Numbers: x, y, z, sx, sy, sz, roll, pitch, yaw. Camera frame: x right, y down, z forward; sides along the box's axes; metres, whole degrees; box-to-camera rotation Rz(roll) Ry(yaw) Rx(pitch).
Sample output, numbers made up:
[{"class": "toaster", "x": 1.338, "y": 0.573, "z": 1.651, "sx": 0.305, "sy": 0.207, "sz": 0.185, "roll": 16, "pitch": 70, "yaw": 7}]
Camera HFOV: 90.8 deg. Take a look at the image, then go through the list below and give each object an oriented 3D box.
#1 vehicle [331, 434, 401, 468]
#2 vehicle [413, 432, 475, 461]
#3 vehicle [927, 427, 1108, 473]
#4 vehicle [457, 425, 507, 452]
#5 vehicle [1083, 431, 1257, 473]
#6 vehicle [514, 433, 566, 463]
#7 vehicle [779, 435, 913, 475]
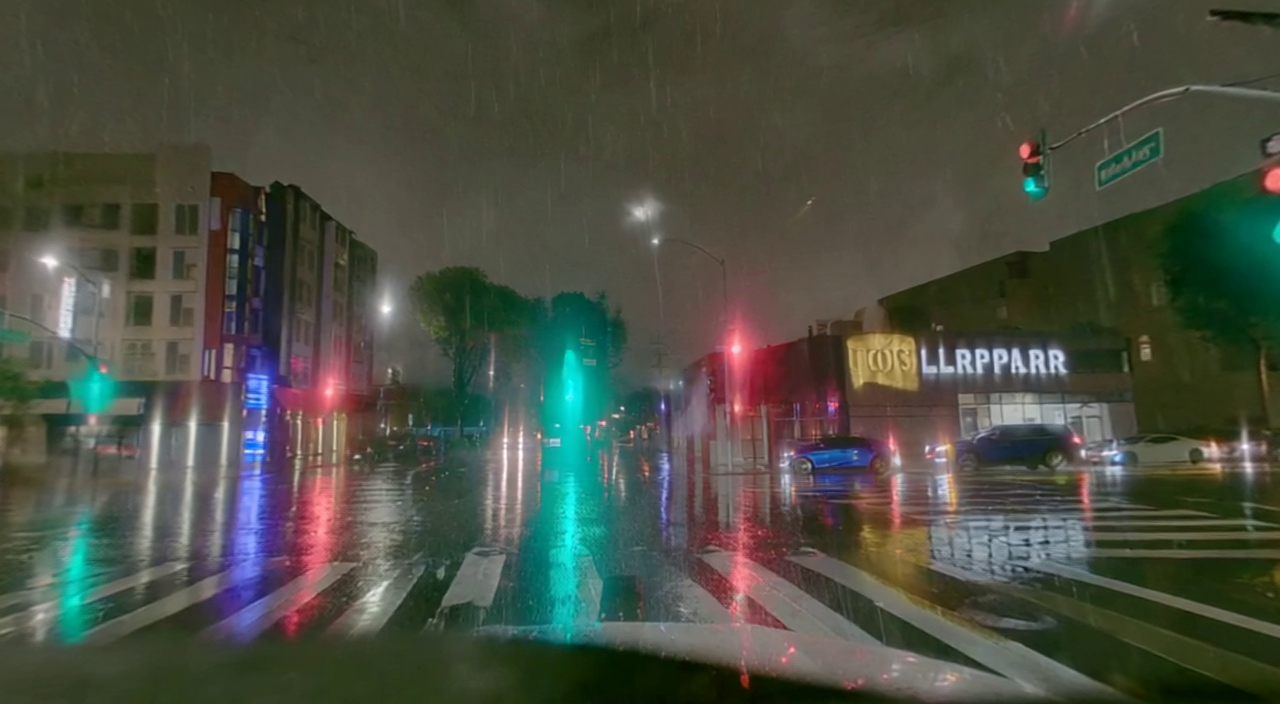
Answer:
[{"class": "vehicle", "x": -15.174, "y": 5.455, "z": 35.263, "sx": 1.933, "sy": 1.461, "sz": 4.393, "roll": -5, "pitch": -5, "yaw": 0}, {"class": "vehicle", "x": -10.607, "y": 5.151, "z": 34.543, "sx": 2.119, "sy": 1.485, "sz": 4.472, "roll": 0, "pitch": -8, "yaw": -2}, {"class": "vehicle", "x": 14.049, "y": 3.668, "z": 23.789, "sx": 5.420, "sy": 1.609, "sz": 2.063, "roll": 0, "pitch": -8, "yaw": 1}, {"class": "vehicle", "x": -10.868, "y": 6.051, "z": 43.853, "sx": 2.181, "sy": 1.723, "sz": 4.692, "roll": 0, "pitch": -8, "yaw": 1}, {"class": "vehicle", "x": 19.627, "y": 3.714, "z": 23.553, "sx": 4.782, "sy": 1.455, "sz": 1.936, "roll": 0, "pitch": -8, "yaw": -2}, {"class": "vehicle", "x": -5.225, "y": 5.082, "z": 33.440, "sx": 1.892, "sy": 1.481, "sz": 4.365, "roll": -1, "pitch": -8, "yaw": 2}, {"class": "vehicle", "x": 7.703, "y": 3.897, "z": 23.970, "sx": 4.426, "sy": 1.446, "sz": 1.795, "roll": 0, "pitch": -8, "yaw": 0}]
